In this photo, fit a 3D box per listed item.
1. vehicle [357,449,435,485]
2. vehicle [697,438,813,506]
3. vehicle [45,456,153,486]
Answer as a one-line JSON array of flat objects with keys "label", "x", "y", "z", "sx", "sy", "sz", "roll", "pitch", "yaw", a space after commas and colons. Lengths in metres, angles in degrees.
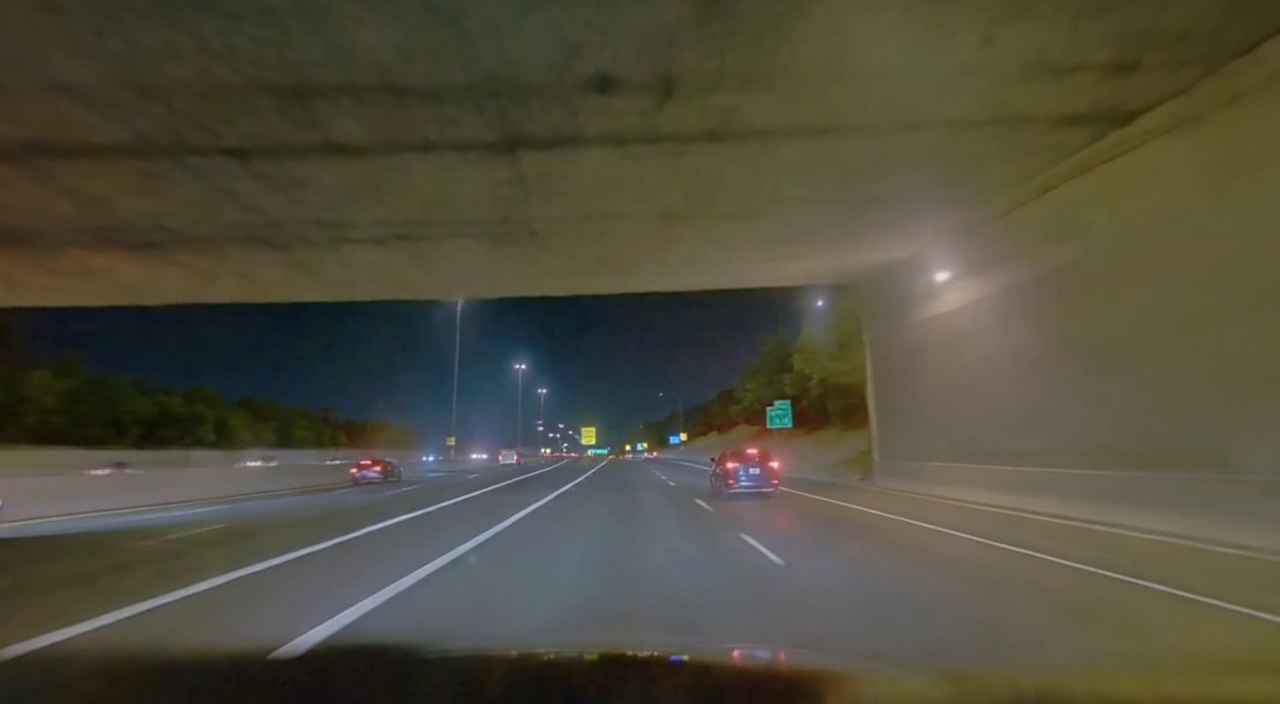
[{"label": "vehicle", "x": -11.602, "y": 5.482, "z": 30.313, "sx": 2.072, "sy": 1.545, "sz": 4.687, "roll": 0, "pitch": -9, "yaw": -3}, {"label": "vehicle", "x": 2.837, "y": 3.088, "z": 16.668, "sx": 2.079, "sy": 1.535, "sz": 4.316, "roll": 0, "pitch": -9, "yaw": -2}, {"label": "vehicle", "x": -36.699, "y": 8.041, "z": 43.011, "sx": 2.232, "sy": 1.786, "sz": 5.996, "roll": 0, "pitch": -9, "yaw": -3}]
